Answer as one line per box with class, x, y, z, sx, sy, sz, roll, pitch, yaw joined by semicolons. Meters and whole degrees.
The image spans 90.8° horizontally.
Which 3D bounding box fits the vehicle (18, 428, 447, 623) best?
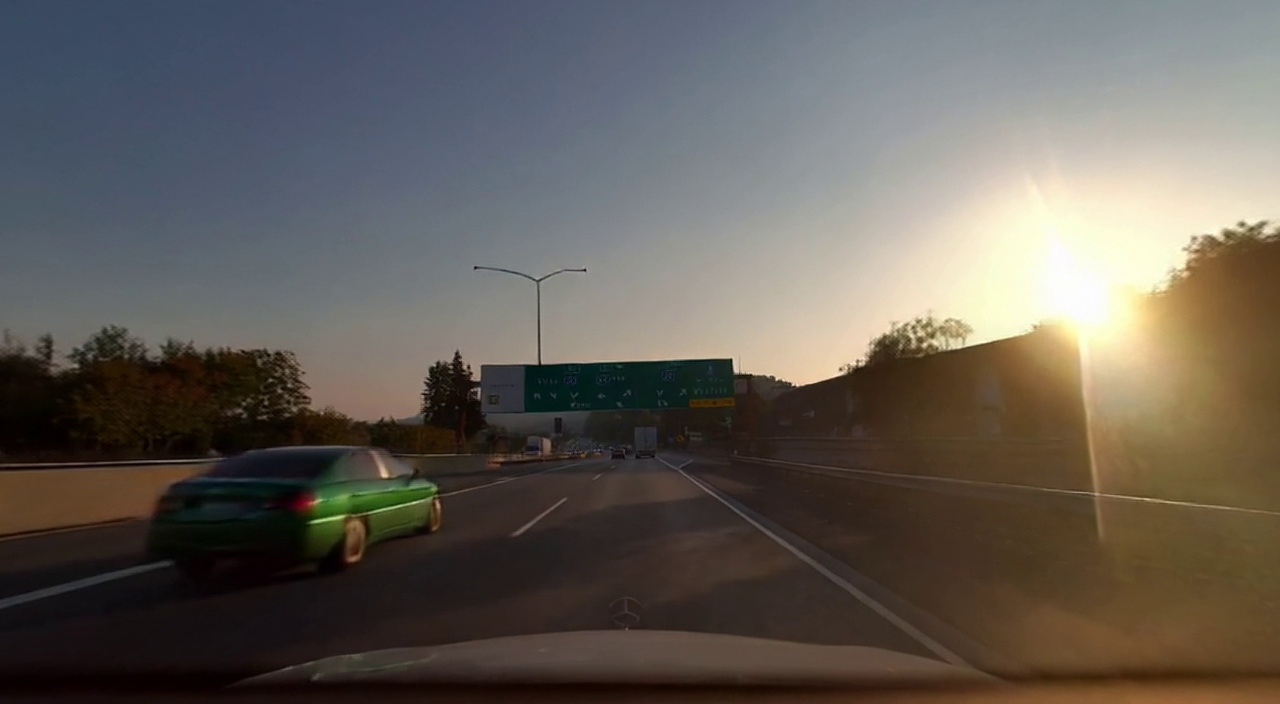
vehicle;-3.744;1.651;6.919;1.886;1.465;4.119;0;-9;1
